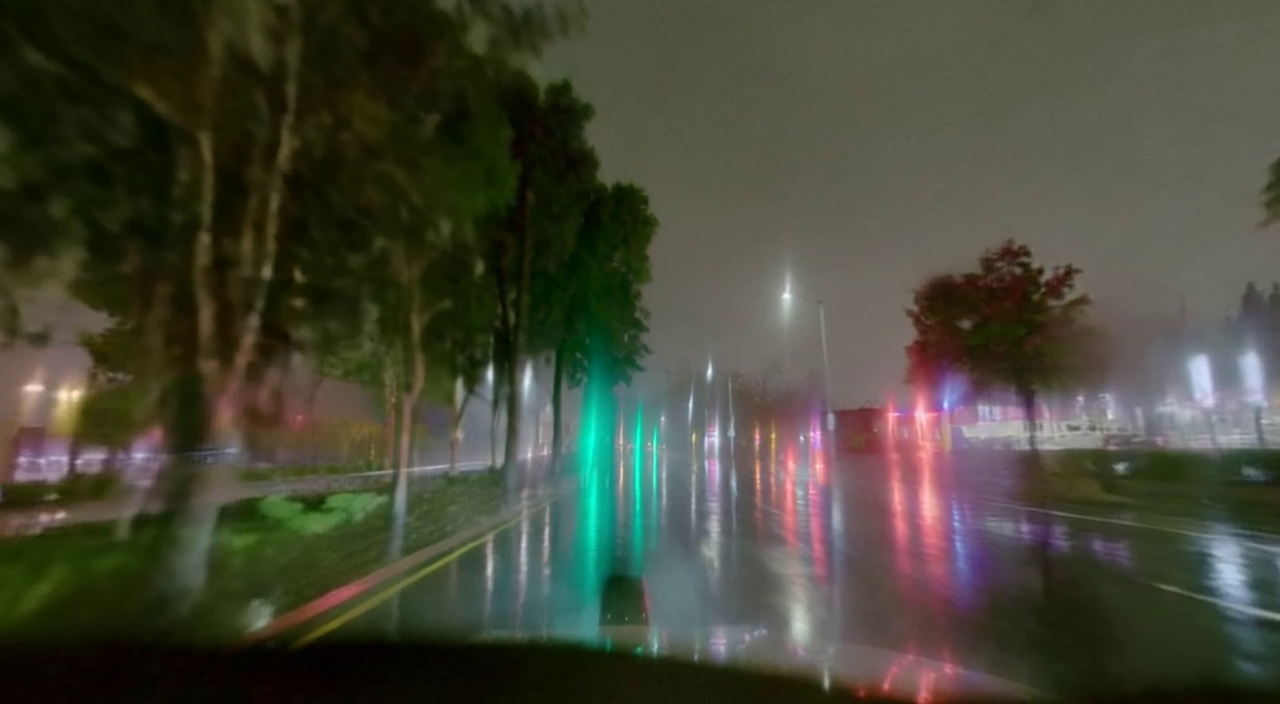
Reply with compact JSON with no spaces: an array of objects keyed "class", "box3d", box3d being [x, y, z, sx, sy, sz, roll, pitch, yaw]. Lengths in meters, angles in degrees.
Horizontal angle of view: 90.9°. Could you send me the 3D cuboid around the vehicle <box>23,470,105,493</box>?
[{"class":"vehicle","box3d":[-44.447,9.995,48.793,1.816,1.480,4.786,0,-9,1]}]
